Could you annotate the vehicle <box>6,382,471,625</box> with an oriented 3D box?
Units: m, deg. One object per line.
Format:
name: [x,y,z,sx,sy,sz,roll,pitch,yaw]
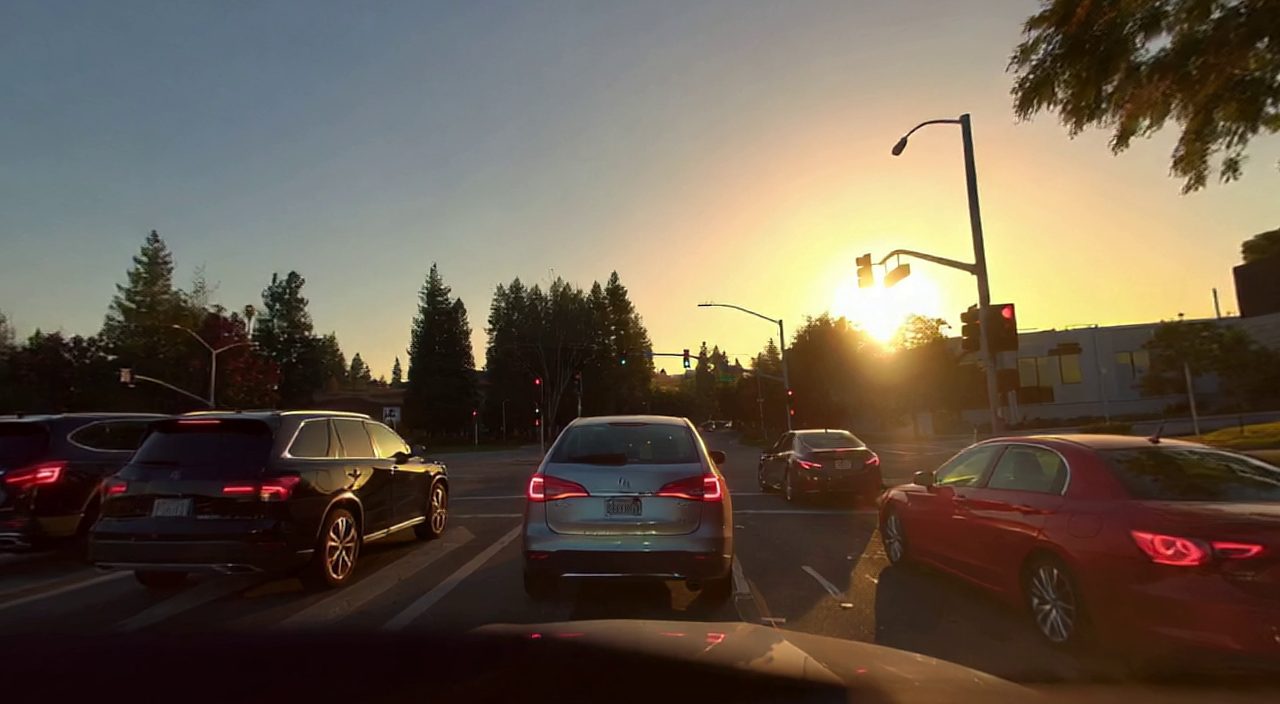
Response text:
vehicle: [-3.559,1.421,6.851,2.014,1.755,4.360,0,-8,3]

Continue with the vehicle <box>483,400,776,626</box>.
vehicle: [-0.055,1.400,6.305,2.047,1.579,3.642,0,-8,1]

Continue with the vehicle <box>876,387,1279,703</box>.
vehicle: [3.584,1.202,4.606,2.010,1.486,4.498,0,-8,1]
